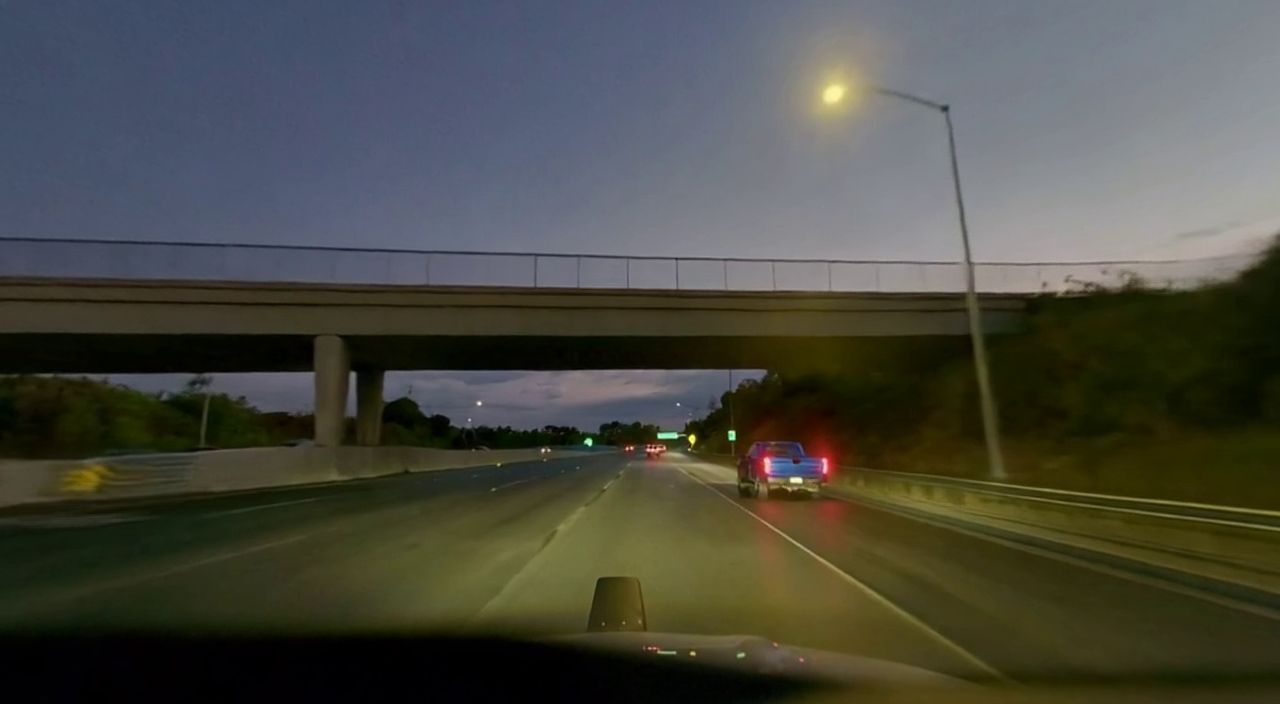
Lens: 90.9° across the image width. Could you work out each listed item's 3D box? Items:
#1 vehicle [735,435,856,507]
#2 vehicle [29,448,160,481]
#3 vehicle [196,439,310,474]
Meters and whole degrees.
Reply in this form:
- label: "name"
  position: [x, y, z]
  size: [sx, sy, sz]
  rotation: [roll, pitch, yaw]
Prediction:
- label: "vehicle"
  position: [3.940, 3.109, 16.990]
  size: [2.010, 1.637, 4.940]
  rotation: [0, -9, 0]
- label: "vehicle"
  position: [-26.724, 5.497, 31.182]
  size: [1.913, 1.502, 5.002]
  rotation: [0, -9, 2]
- label: "vehicle"
  position: [-19.570, 5.297, 32.248]
  size: [2.223, 1.640, 5.332]
  rotation: [-1, -9, 3]
